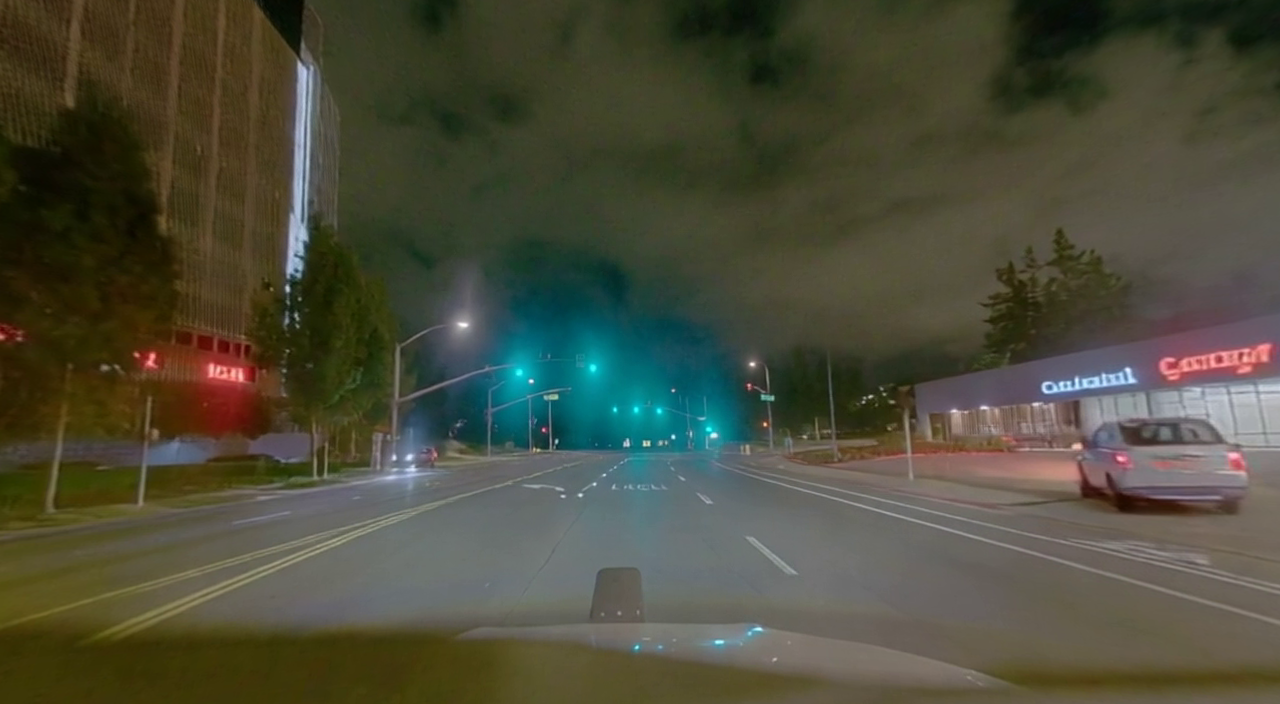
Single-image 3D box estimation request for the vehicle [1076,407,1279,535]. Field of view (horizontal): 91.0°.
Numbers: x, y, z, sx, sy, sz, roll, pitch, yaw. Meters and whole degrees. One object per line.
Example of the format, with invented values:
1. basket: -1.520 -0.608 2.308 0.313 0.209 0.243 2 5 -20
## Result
1. vehicle: 10.191 2.021 11.163 4.635 1.821 2.087 5 -10 -30
